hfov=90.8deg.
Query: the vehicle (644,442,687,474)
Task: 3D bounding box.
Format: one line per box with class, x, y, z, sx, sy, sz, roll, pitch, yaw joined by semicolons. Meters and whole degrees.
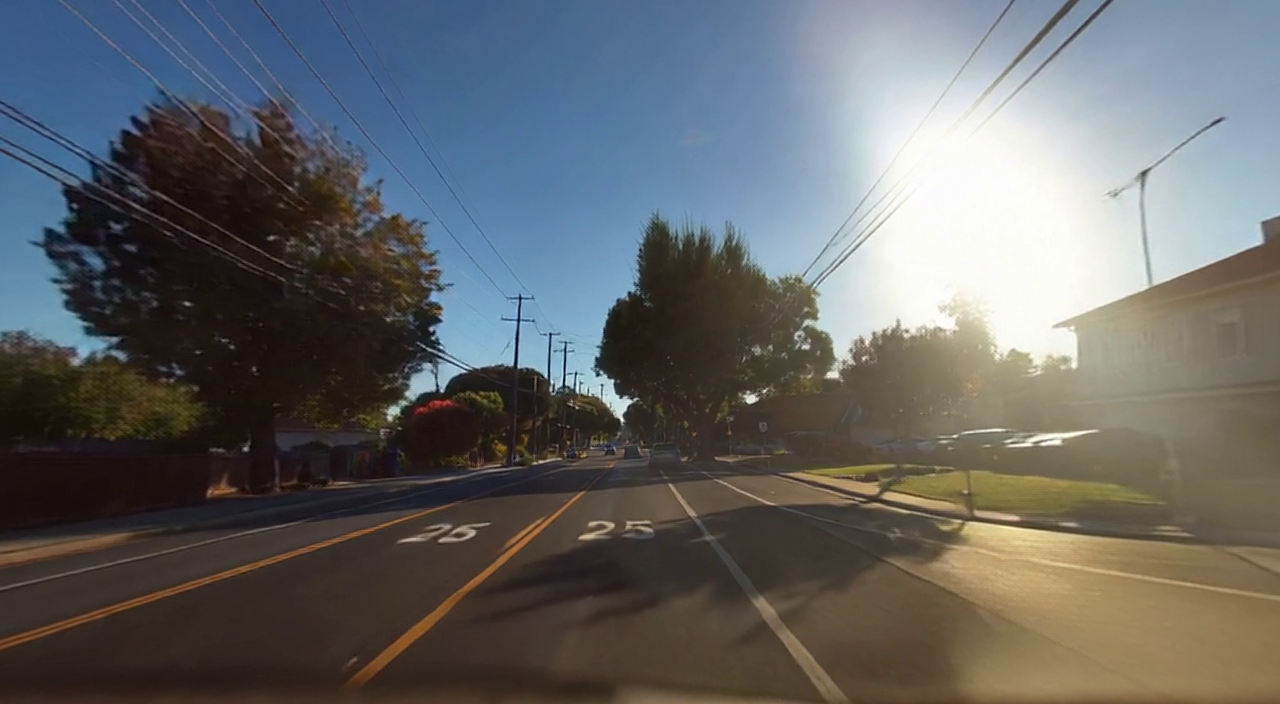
vehicle;1.187;5.181;31.086;1.975;1.497;3.647;0;-8;0
